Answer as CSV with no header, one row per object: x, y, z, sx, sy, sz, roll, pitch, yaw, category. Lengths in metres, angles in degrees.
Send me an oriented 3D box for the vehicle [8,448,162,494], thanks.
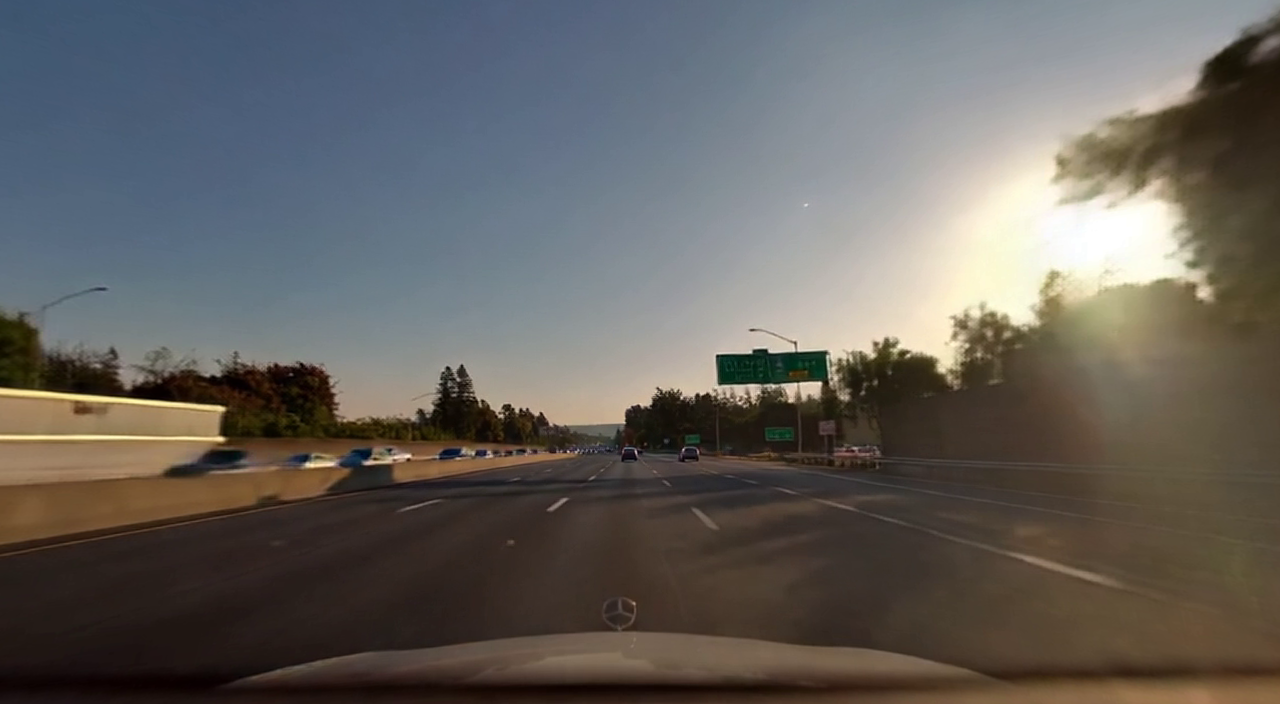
-22.181,4.740,25.569,2.109,1.670,4.549,0,-9,-1,vehicle

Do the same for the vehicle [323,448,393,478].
-16.368,6.444,36.911,2.038,1.608,4.445,0,-9,0,vehicle

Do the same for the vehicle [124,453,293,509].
-12.832,3.827,19.244,1.908,1.467,4.603,0,-9,0,vehicle

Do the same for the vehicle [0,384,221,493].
-26.545,4.116,29.438,2.913,4.193,16.627,0,-9,-1,vehicle
